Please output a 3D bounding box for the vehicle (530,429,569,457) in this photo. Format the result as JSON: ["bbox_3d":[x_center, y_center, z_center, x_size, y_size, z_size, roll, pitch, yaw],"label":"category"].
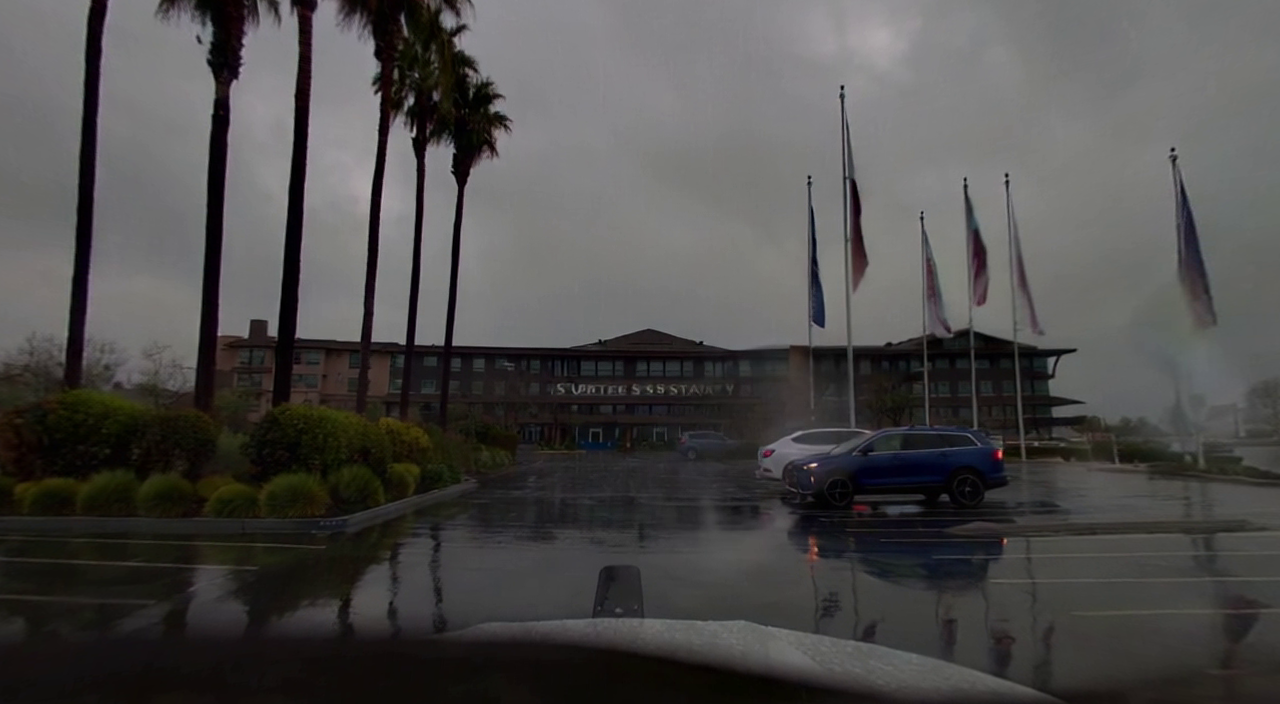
[{"bbox_3d":[-6.586,6.696,46.306,1.943,1.890,4.472,-2,-8,3],"label":"vehicle"}]

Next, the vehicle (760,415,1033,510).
[{"bbox_3d":[4.884,2.176,12.566,4.567,1.723,1.926,0,-8,0],"label":"vehicle"}]
